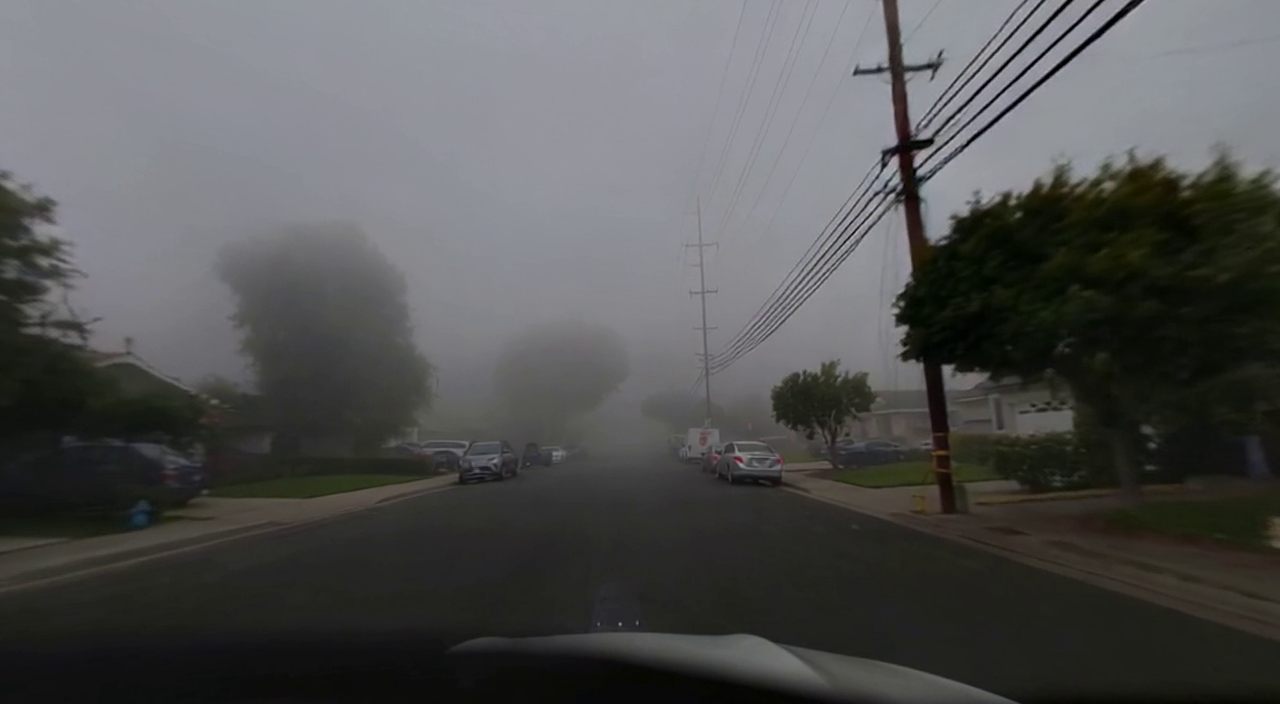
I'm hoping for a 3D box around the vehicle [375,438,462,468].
[{"bbox_3d":[-13.314,6.090,38.074,4.528,1.713,1.947,0,-8,-1],"label":"vehicle"}]

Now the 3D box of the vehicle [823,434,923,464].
[{"bbox_3d":[12.526,5.270,34.087,4.606,1.484,2.042,0,-11,1],"label":"vehicle"}]

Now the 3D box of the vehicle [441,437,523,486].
[{"bbox_3d":[-6.136,4.287,25.013,1.989,1.693,4.292,-2,-8,2],"label":"vehicle"}]

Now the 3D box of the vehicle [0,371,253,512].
[{"bbox_3d":[-12.566,2.146,15.149,4.773,3.051,2.400,-1,-8,-1],"label":"vehicle"}]

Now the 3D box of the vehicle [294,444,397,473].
[{"bbox_3d":[-15.322,5.545,32.921,4.388,1.466,2.008,0,-8,-1],"label":"vehicle"}]

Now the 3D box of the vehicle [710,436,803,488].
[{"bbox_3d":[3.741,3.622,21.159,2.112,1.528,4.944,0,-8,-1],"label":"vehicle"}]
